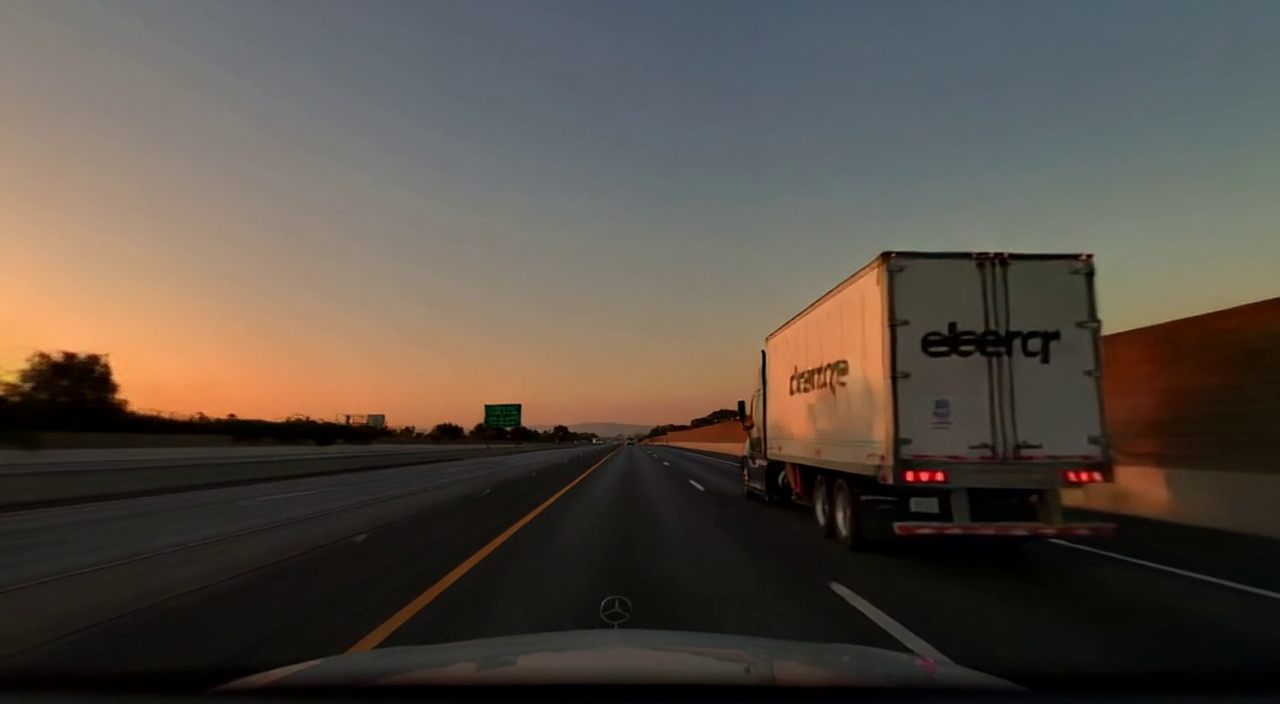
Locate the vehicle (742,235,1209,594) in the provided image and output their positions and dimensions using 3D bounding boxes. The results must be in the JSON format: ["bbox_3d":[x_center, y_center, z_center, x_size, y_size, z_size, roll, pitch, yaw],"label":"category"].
[{"bbox_3d":[3.509,0.994,9.208,2.702,3.193,7.196,0,-8,-1],"label":"vehicle"}]
